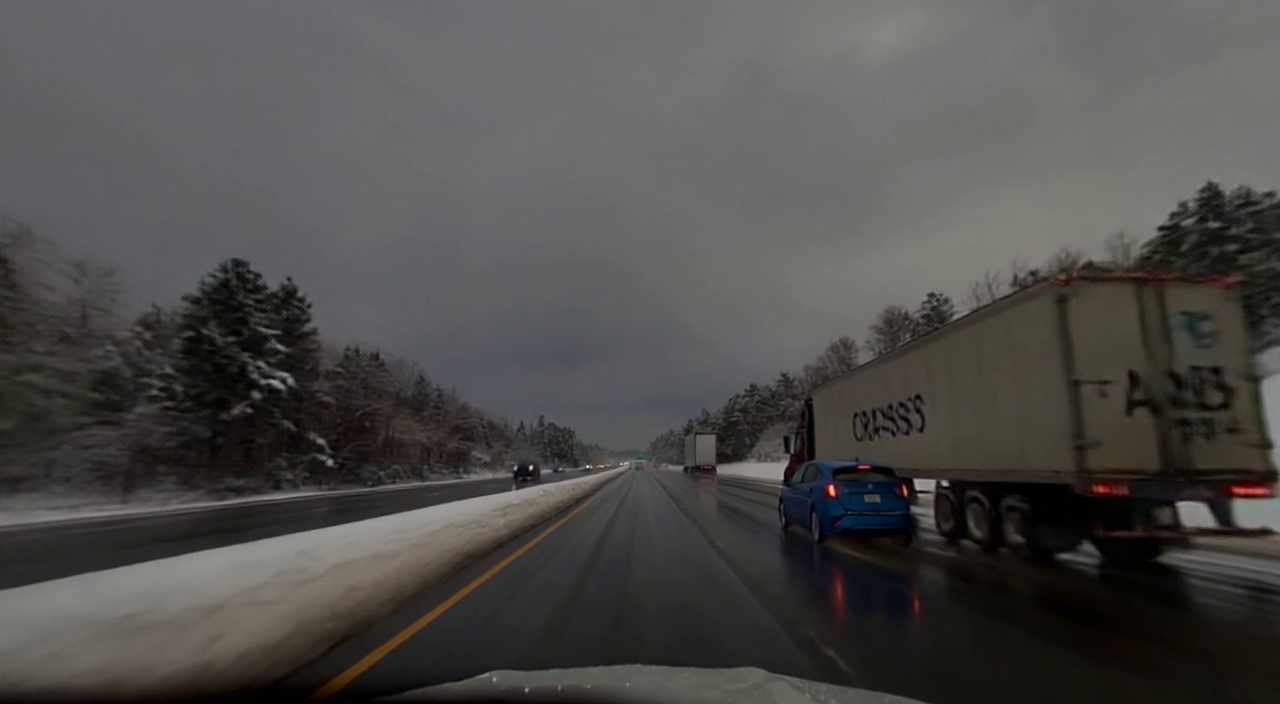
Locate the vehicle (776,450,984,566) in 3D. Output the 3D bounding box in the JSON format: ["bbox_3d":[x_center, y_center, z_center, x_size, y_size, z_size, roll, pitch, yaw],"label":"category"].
[{"bbox_3d":[3.747,2.534,10.636,2.011,1.574,3.512,-1,-11,-1],"label":"vehicle"}]

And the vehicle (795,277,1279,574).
[{"bbox_3d":[7.912,2.449,16.897,3.298,4.017,16.824,1,-10,0],"label":"vehicle"}]
